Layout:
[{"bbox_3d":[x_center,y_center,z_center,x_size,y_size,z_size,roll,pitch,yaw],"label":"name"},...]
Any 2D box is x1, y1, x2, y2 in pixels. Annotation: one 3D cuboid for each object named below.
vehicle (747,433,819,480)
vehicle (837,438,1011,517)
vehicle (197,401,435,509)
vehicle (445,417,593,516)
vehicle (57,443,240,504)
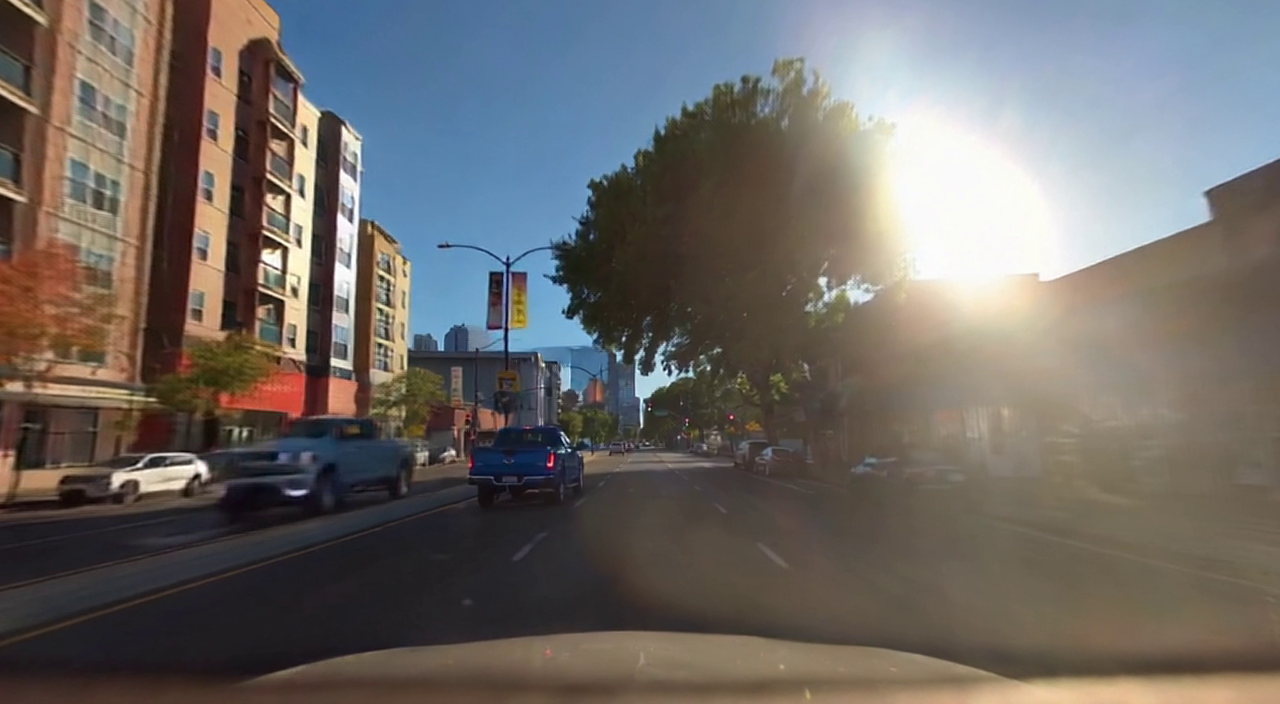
[{"bbox_3d":[6.133,4.546,27.686,2.043,1.841,4.842,0,-9,1],"label":"vehicle"},{"bbox_3d":[6.129,2.744,14.248,1.988,1.514,3.962,0,-9,-1],"label":"vehicle"},{"bbox_3d":[-7.128,2.400,14.963,2.462,2.027,5.808,0,-9,1],"label":"vehicle"},{"bbox_3d":[-2.423,2.512,14.305,2.197,1.786,5.365,0,-9,1],"label":"vehicle"},{"bbox_3d":[-16.190,3.993,21.248,2.030,1.801,5.036,0,-9,0],"label":"vehicle"}]
